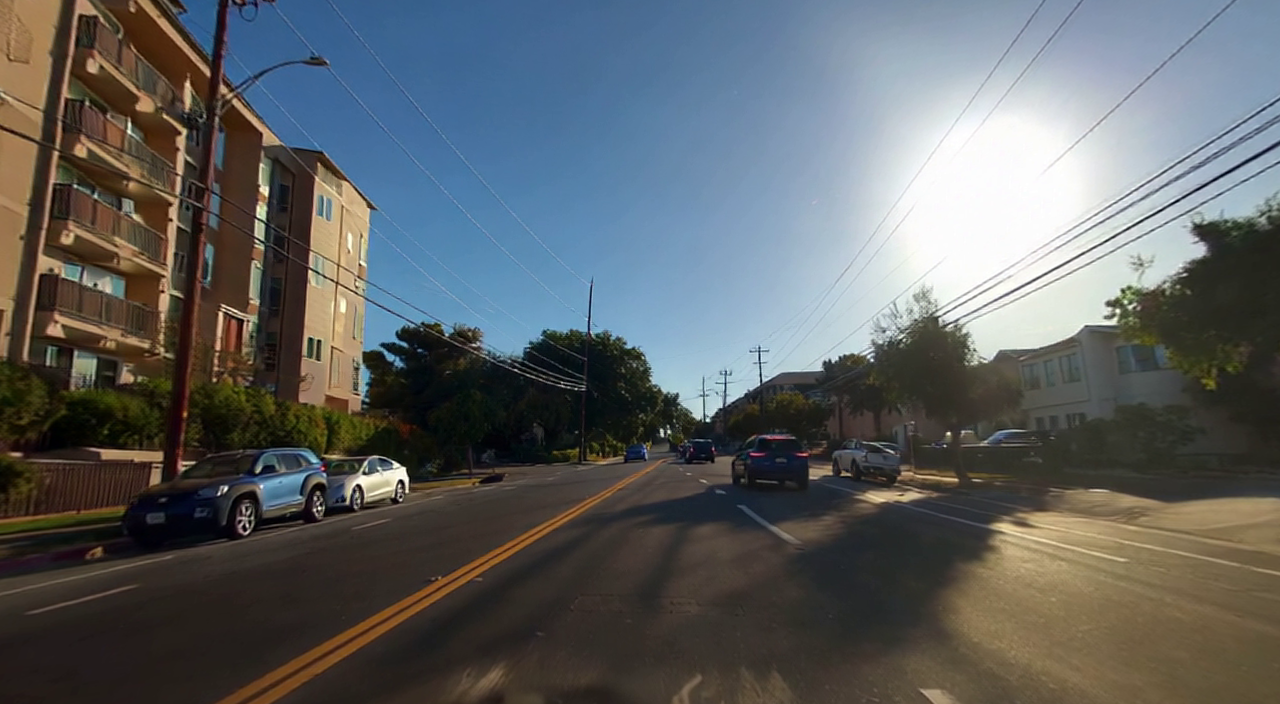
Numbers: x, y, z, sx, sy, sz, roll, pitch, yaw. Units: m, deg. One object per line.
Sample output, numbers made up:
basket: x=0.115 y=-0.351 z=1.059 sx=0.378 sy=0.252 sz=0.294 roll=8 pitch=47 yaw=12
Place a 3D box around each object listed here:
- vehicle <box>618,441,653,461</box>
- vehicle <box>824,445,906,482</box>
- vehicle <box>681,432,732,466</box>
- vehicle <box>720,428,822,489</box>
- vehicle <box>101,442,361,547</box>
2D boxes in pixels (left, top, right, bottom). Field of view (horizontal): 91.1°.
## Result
vehicle: x=-0.307 y=7.467 z=47.401 sx=2.155 sy=1.436 sz=4.501 roll=-1 pitch=-8 yaw=5
vehicle: x=9.789 y=4.855 z=27.752 sx=1.935 sy=1.478 sz=4.711 roll=0 pitch=-8 yaw=1
vehicle: x=3.871 y=5.736 z=37.306 sx=2.368 sy=1.840 sz=4.896 roll=0 pitch=-8 yaw=-1
vehicle: x=4.093 y=3.428 z=20.529 sx=2.306 sy=1.719 sz=4.805 roll=0 pitch=-8 yaw=0
vehicle: x=-8.276 y=2.860 z=13.468 sx=2.381 sy=1.825 sz=4.652 roll=0 pitch=-8 yaw=0
